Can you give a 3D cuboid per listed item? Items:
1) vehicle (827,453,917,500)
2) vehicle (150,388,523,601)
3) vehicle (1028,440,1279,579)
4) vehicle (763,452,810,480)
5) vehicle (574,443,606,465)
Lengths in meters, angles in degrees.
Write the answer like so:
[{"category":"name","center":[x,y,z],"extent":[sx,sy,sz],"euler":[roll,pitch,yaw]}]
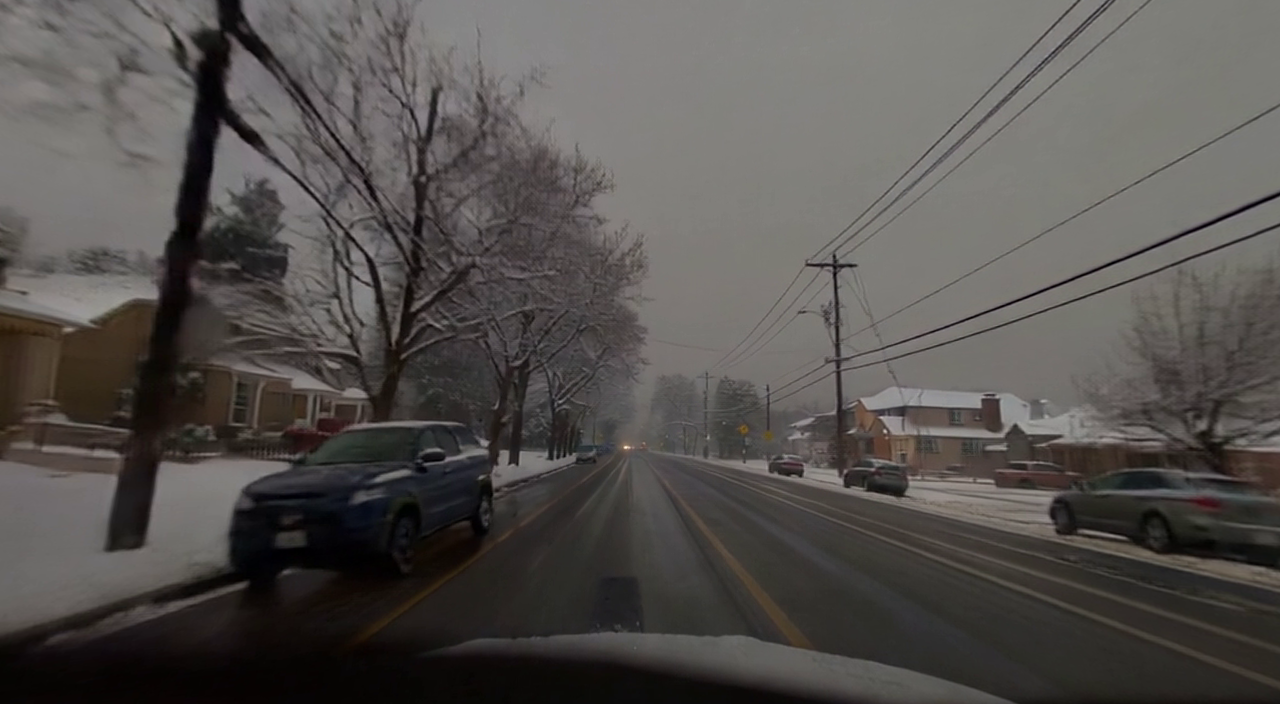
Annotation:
[{"category":"vehicle","center":[9.607,5.152,26.614],"extent":[1.977,1.495,4.800],"euler":[8,-9,1]},{"category":"vehicle","center":[-3.285,1.711,8.593],"extent":[2.290,1.924,5.536],"euler":[0,-9,0]},{"category":"vehicle","center":[9.610,2.711,11.448],"extent":[2.156,1.882,4.790],"euler":[8,-9,1]},{"category":"vehicle","center":[9.464,7.374,41.147],"extent":[1.930,1.456,4.511],"euler":[8,-9,2]},{"category":"vehicle","center":[-3.622,7.525,46.769],"extent":[2.021,1.475,4.523],"euler":[0,-9,0]}]
